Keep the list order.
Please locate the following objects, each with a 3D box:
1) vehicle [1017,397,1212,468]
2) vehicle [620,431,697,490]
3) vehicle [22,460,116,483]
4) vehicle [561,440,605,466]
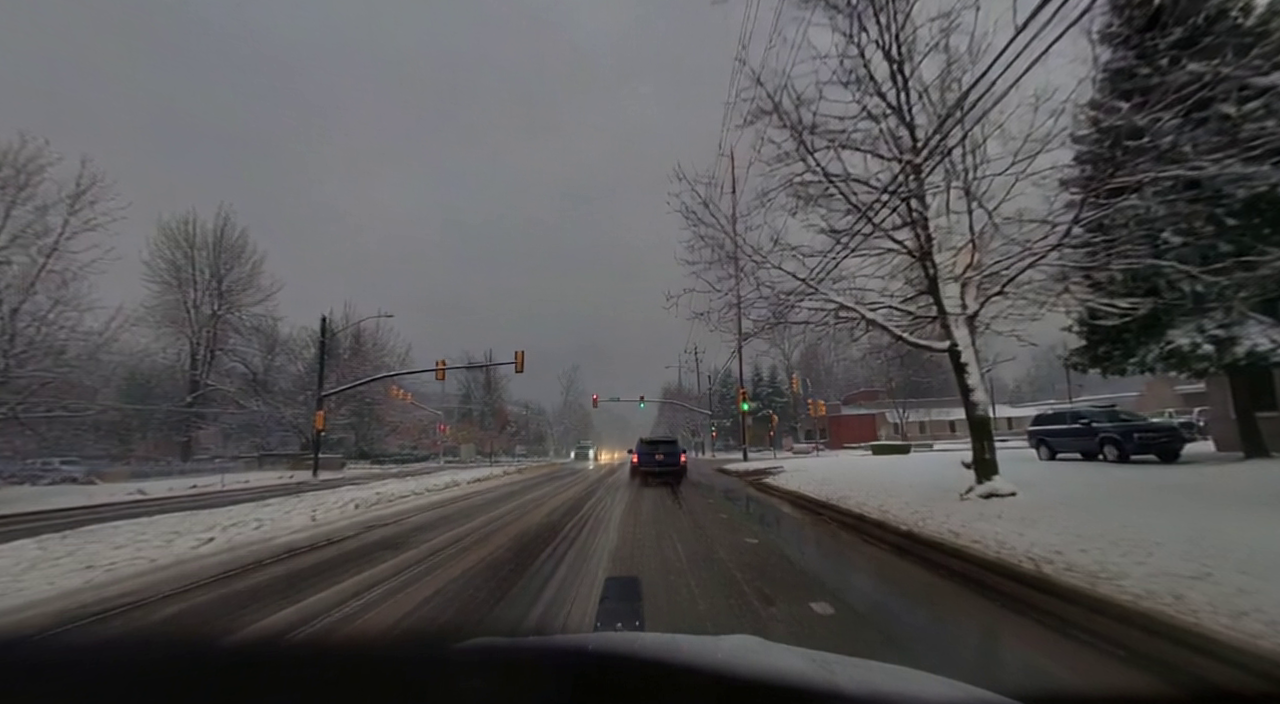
[{"bbox_3d":[14.442,2.561,19.803,2.225,1.922,5.243,-1,-8,3],"label":"vehicle"},{"bbox_3d":[0.559,3.332,19.827,2.156,1.636,3.923,0,-8,1],"label":"vehicle"},{"bbox_3d":[-43.197,9.032,47.856,5.149,1.515,1.942,2,-10,-1],"label":"vehicle"},{"bbox_3d":[-3.386,6.150,38.534,2.153,1.474,4.284,0,-8,2],"label":"vehicle"}]
